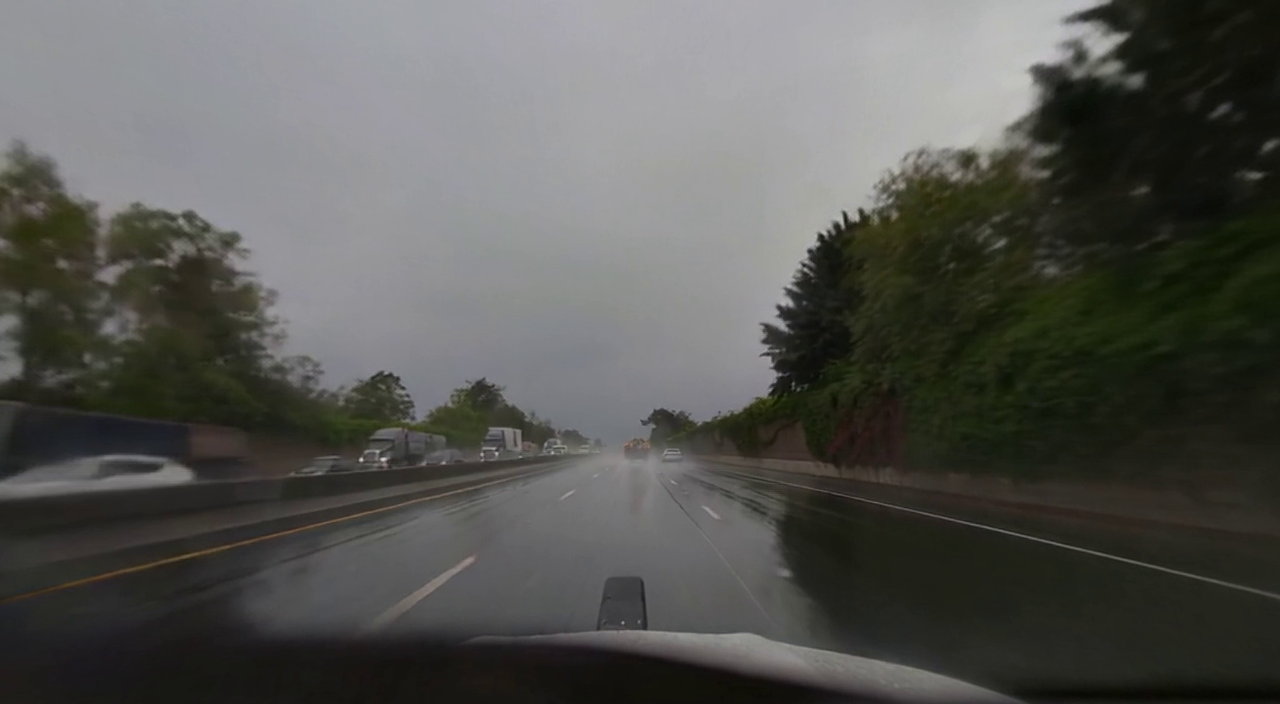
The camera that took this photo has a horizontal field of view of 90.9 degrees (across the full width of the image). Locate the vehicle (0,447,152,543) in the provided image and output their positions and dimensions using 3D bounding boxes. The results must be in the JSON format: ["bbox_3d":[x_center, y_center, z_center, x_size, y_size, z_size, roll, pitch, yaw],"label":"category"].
[{"bbox_3d":[-11.285,2.427,10.980,2.078,1.522,4.275,0,-9,0],"label":"vehicle"}]

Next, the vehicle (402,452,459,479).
[{"bbox_3d":[-11.987,6.509,36.384,1.862,1.445,4.101,0,-9,0],"label":"vehicle"}]

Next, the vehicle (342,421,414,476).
[{"bbox_3d":[-20.332,7.523,49.296,2.966,3.997,6.255,0,-9,-2],"label":"vehicle"}]

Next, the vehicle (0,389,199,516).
[{"bbox_3d":[-20.274,3.324,20.881,2.745,3.723,11.956,0,-9,-1],"label":"vehicle"}]

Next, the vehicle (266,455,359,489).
[{"bbox_3d":[-15.855,5.819,30.835,1.954,1.488,4.728,0,-9,0],"label":"vehicle"}]
